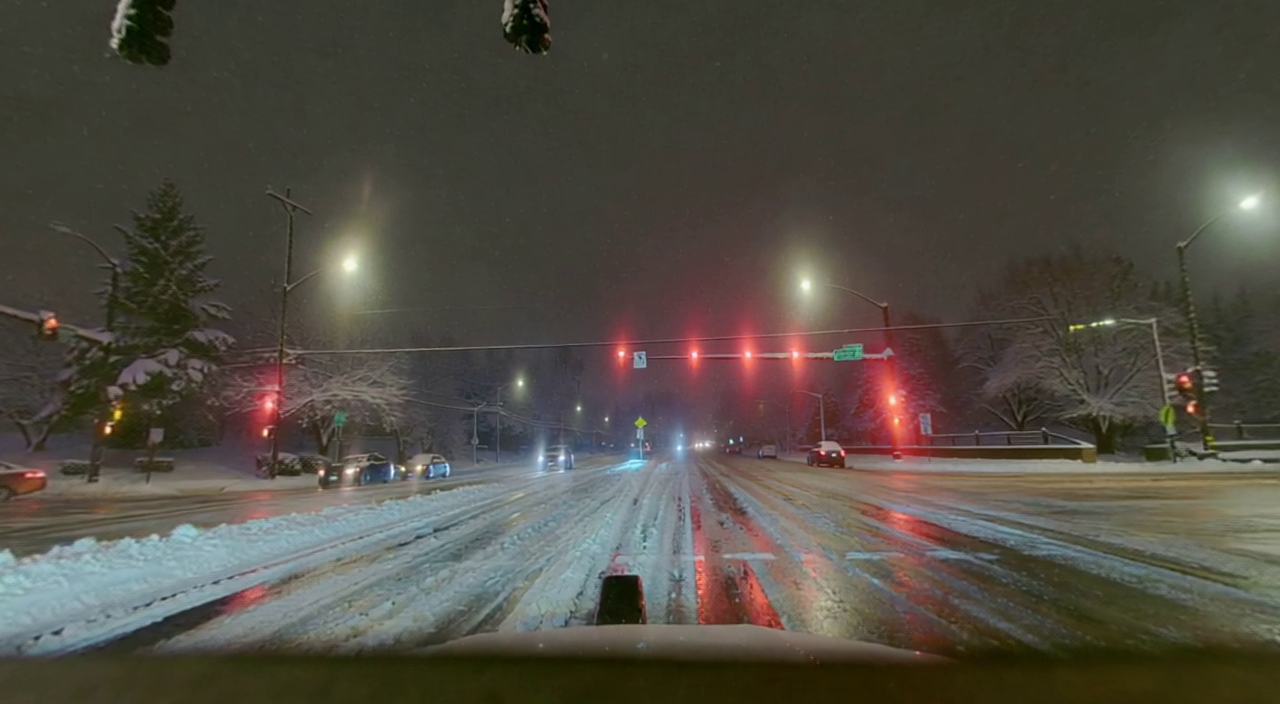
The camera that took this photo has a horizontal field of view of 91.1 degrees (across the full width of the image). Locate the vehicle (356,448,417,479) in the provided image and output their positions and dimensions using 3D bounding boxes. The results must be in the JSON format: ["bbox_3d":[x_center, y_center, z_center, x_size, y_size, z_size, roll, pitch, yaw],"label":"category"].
[{"bbox_3d":[-16.193,7.138,40.404,1.960,1.819,5.018,0,-9,-2],"label":"vehicle"}]

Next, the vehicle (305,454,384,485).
[{"bbox_3d":[-16.085,6.398,34.482,2.055,1.506,4.663,0,-9,-1],"label":"vehicle"}]

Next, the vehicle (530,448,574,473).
[{"bbox_3d":[-5.520,6.851,39.924,2.154,1.501,4.416,0,-9,0],"label":"vehicle"}]
